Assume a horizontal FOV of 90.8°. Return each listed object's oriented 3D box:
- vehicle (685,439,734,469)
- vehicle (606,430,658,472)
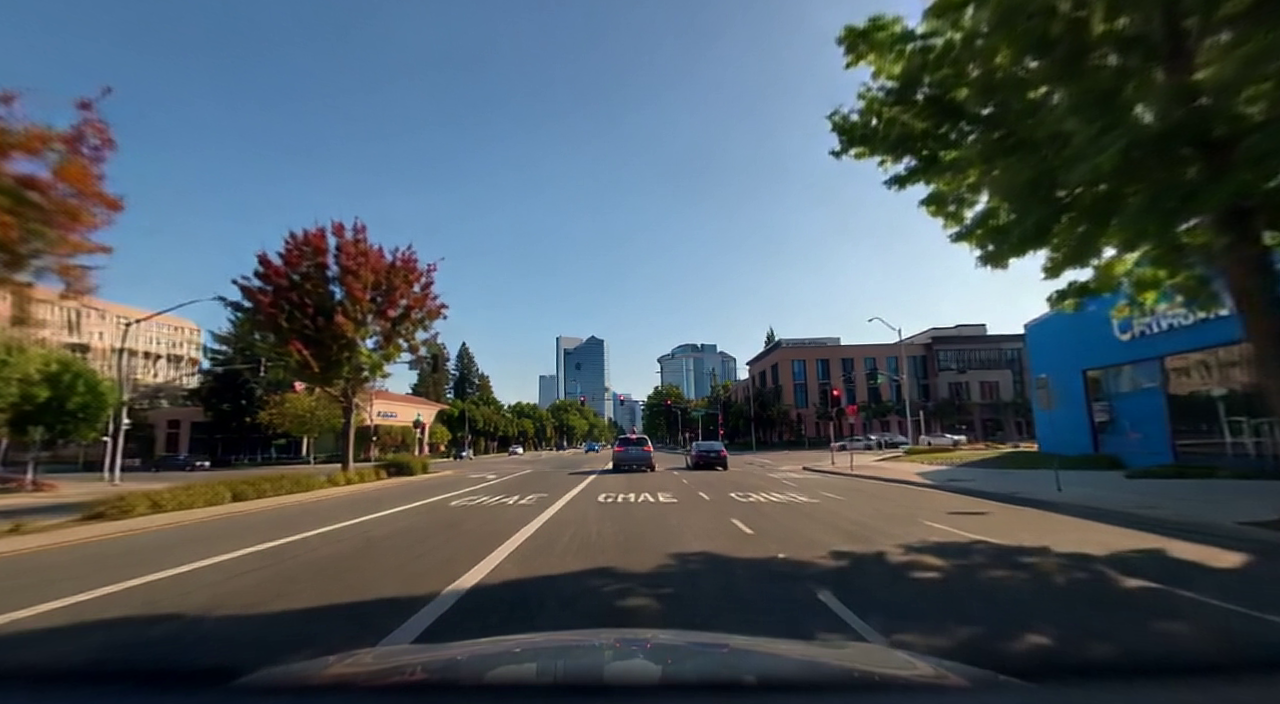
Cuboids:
[{"bbox_3d":[3.560,5.356,33.334,2.080,1.472,4.401,0,-9,0],"label":"vehicle"},{"bbox_3d":[-0.349,4.743,30.405,2.313,1.860,4.319,0,-9,0],"label":"vehicle"}]
